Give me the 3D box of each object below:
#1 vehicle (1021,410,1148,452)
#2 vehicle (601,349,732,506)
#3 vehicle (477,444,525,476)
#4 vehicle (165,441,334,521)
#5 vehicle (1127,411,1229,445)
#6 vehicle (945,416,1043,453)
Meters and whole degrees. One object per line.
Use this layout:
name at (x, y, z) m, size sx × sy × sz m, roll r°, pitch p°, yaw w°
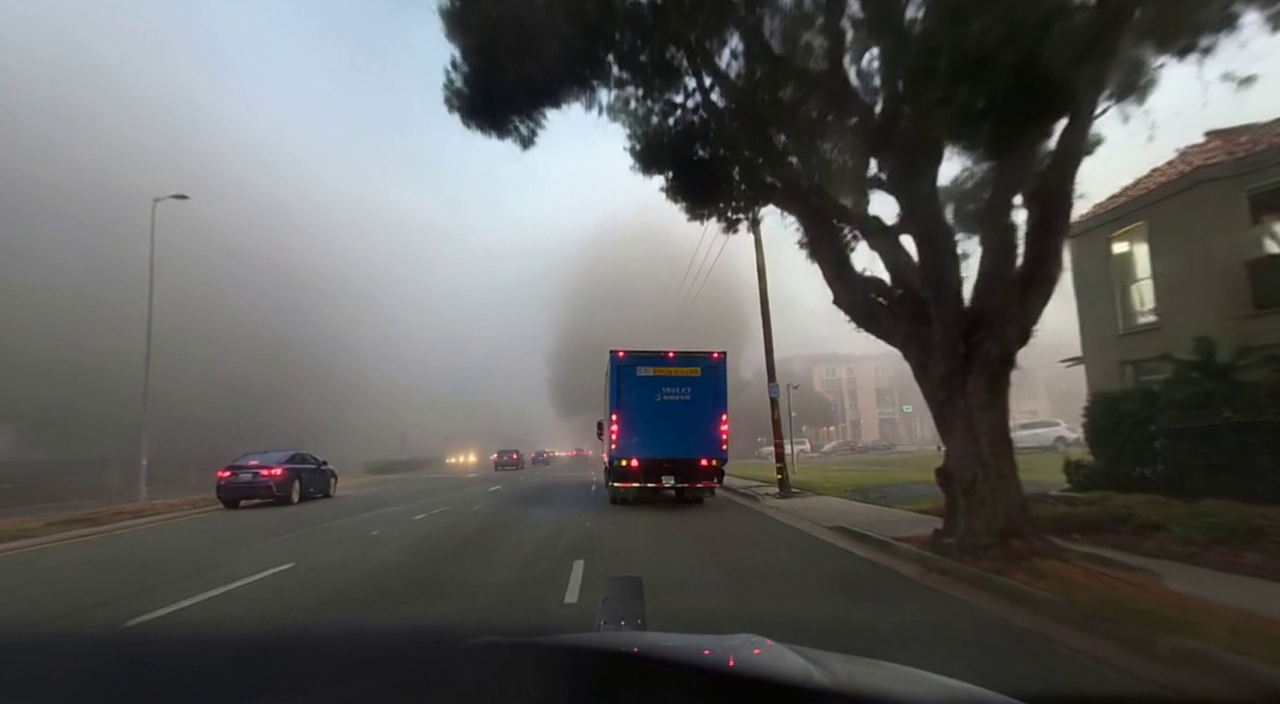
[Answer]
vehicle at (23.693, 4.335, 33.862) m, size 2.220 × 1.981 × 5.827 m, roll 3°, pitch -9°, yaw -6°
vehicle at (0.361, 2.393, 19.118) m, size 2.905 × 3.644 × 8.807 m, roll 1°, pitch -9°, yaw -4°
vehicle at (-8.327, 6.494, 38.068) m, size 2.095 × 1.759 × 4.433 m, roll 0°, pitch -9°, yaw -3°
vehicle at (-9.348, 3.058, 15.538) m, size 1.958 × 1.672 × 4.283 m, roll 1°, pitch -9°, yaw -9°
vehicle at (28.970, 4.151, 33.977) m, size 1.827 × 1.498 × 3.785 m, roll -5°, pitch -8°, yaw -6°
vehicle at (18.410, 4.367, 32.907) m, size 1.880 × 1.804 × 4.679 m, roll 1°, pitch -9°, yaw -8°
